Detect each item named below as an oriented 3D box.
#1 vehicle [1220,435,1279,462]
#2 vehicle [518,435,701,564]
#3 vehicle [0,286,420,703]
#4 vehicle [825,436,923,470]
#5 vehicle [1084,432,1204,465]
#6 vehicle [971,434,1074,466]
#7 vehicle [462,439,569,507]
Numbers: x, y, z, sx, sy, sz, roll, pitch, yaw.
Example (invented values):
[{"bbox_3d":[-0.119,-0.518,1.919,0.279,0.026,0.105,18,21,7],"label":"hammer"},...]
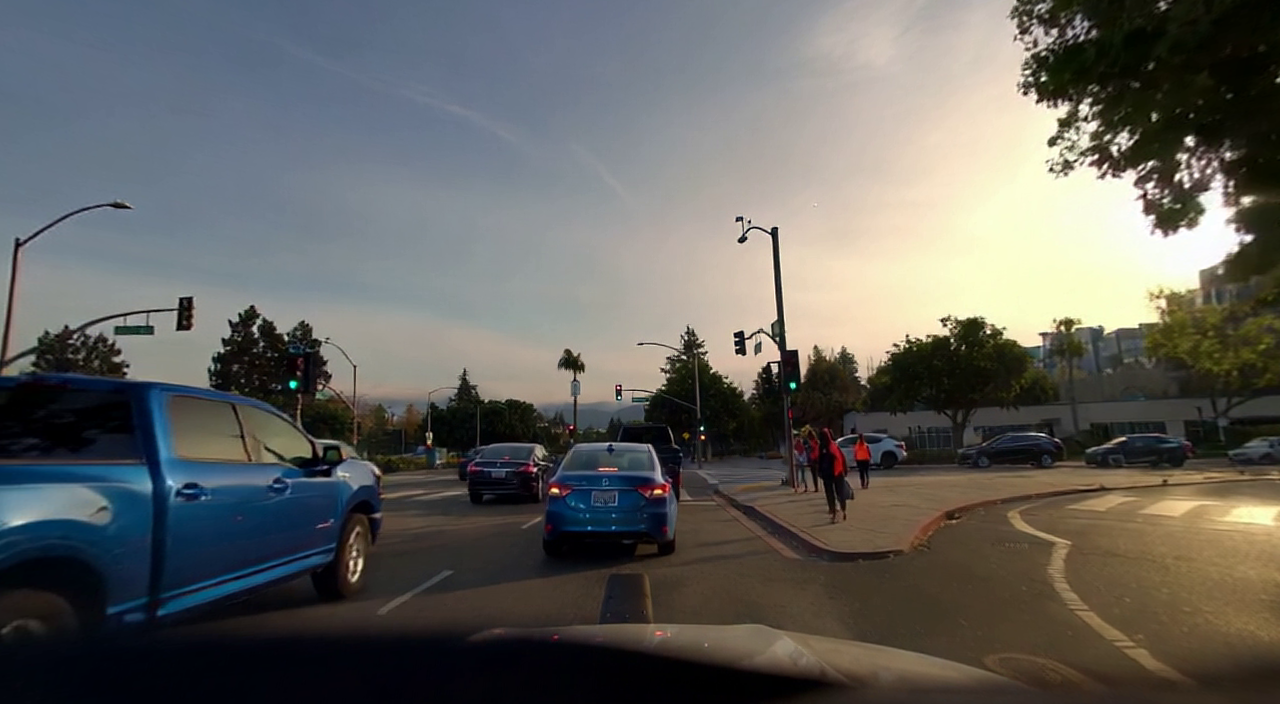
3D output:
[{"bbox_3d":[36.254,5.474,35.777,4.643,1.464,1.840,-1,-9,3],"label":"vehicle"},{"bbox_3d":[-0.340,2.070,9.708,2.144,1.497,4.446,0,-8,0],"label":"vehicle"},{"bbox_3d":[-3.618,1.009,4.424,2.202,1.961,4.980,0,-8,2],"label":"vehicle"},{"bbox_3d":[12.249,5.338,33.262,4.394,1.724,1.886,0,-9,1],"label":"vehicle"},{"bbox_3d":[28.969,5.551,36.355,4.967,1.794,2.044,-1,-8,3],"label":"vehicle"},{"bbox_3d":[21.969,5.642,36.351,4.529,1.786,2.110,-1,-8,2],"label":"vehicle"},{"bbox_3d":[-3.352,3.351,17.993,2.003,1.655,4.878,0,-8,1],"label":"vehicle"}]
